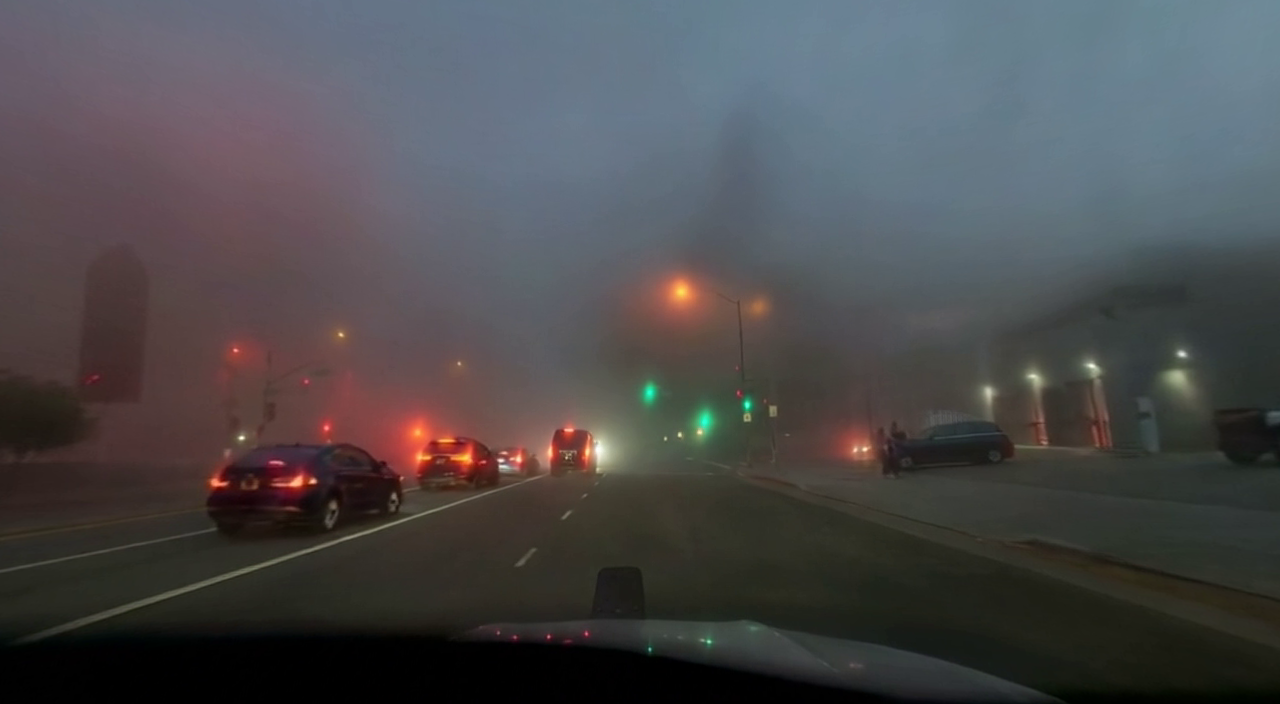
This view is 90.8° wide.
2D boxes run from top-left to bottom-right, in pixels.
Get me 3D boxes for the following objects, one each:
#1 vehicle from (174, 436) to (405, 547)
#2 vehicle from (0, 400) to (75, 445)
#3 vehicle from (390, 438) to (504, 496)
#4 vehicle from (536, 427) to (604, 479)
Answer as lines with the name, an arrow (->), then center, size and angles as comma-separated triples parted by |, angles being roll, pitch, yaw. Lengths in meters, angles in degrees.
vehicle -> -5.705, 2.265, 10.906 | 1.889, 1.572, 3.599 | 0, -8, 0
vehicle -> -25.566, 2.883, 25.488 | 3.618, 1.730, 1.821 | 0, -8, -2
vehicle -> -6.016, 3.630, 20.372 | 2.228, 1.652, 4.593 | 0, -8, 0
vehicle -> -3.044, 4.568, 28.823 | 2.496, 2.155, 5.468 | 0, -8, 0
